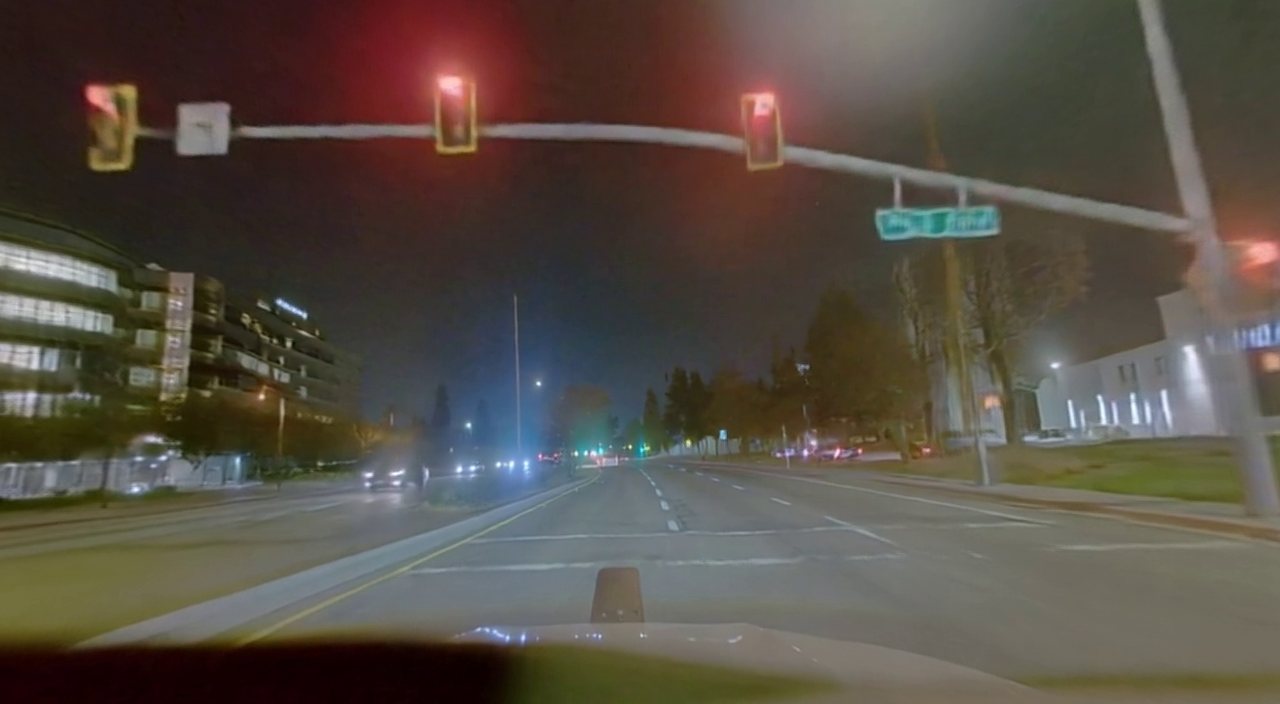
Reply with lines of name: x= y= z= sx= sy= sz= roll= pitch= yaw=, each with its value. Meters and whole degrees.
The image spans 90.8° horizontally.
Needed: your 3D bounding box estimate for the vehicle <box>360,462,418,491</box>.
vehicle: x=-15.434 y=7.652 z=39.051 sx=1.833 sy=1.496 sz=4.157 roll=-3 pitch=-9 yaw=0
